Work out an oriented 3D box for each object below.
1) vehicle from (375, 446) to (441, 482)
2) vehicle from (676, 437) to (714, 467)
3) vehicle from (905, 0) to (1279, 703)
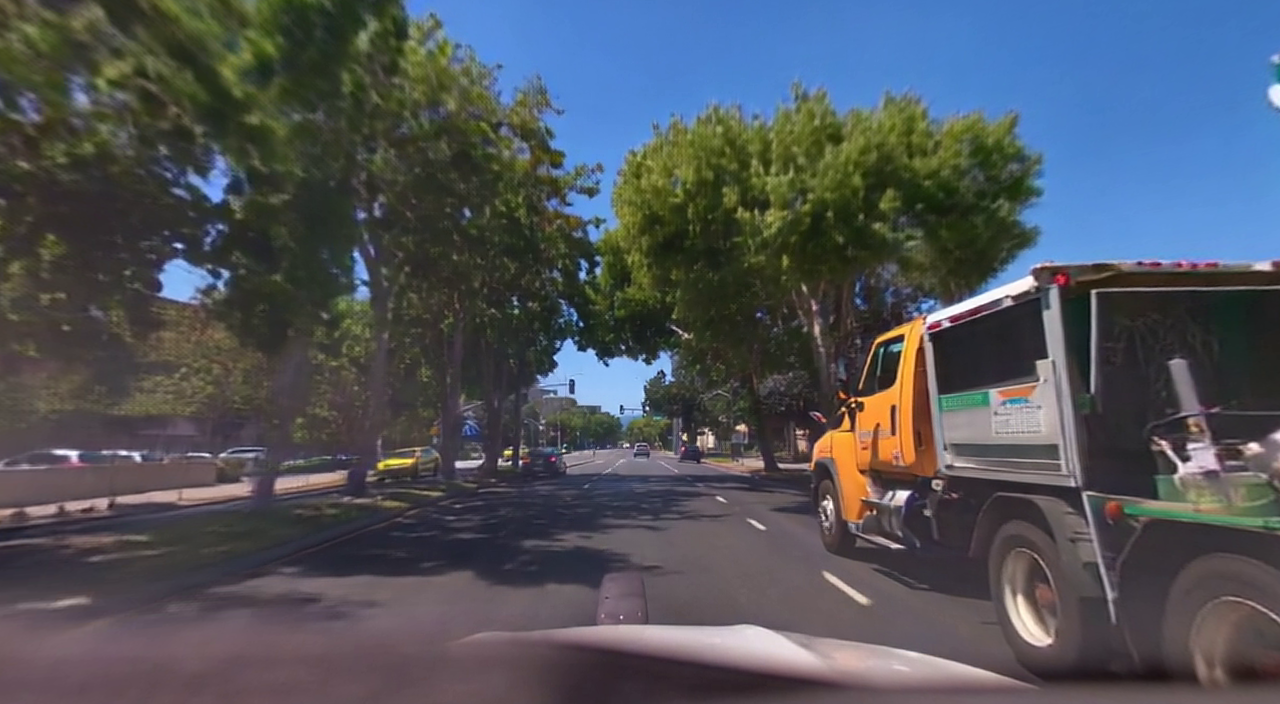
[{"bbox_3d":[-13.652,6.568,37.499,2.140,1.961,4.641,0,-9,1],"label":"vehicle"},{"bbox_3d":[3.731,6.899,43.724,2.099,1.936,4.575,0,-9,-1],"label":"vehicle"},{"bbox_3d":[3.804,-0.242,0.376,2.731,3.407,10.262,0,-9,-1],"label":"vehicle"}]
